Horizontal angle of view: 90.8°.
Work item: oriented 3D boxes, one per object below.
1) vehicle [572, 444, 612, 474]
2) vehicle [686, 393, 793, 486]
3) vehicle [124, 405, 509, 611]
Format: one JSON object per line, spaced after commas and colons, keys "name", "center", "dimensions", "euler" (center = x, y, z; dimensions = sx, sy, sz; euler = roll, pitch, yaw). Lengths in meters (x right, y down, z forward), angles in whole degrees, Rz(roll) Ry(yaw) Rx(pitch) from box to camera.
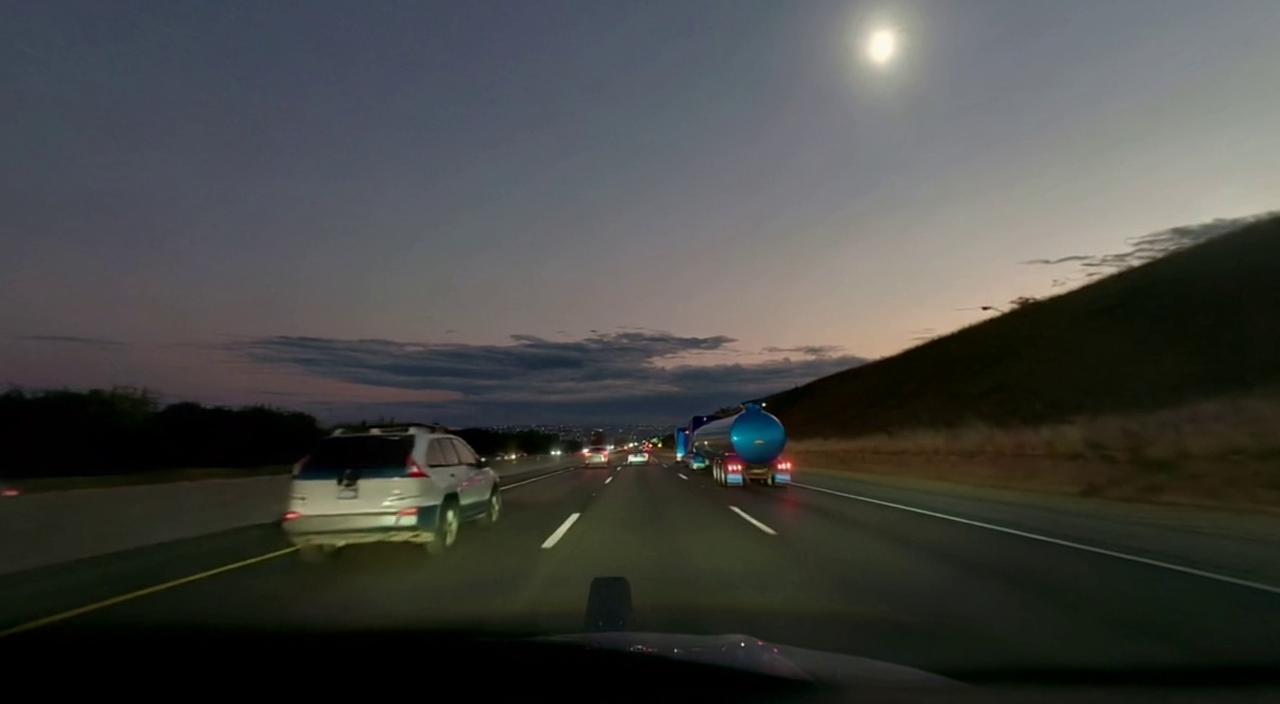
{"name": "vehicle", "center": [-3.036, 6.895, 40.976], "dimensions": [2.258, 1.805, 4.665], "euler": [0, -9, 0]}
{"name": "vehicle", "center": [4.429, 4.487, 31.810], "dimensions": [2.889, 3.606, 13.832], "euler": [0, -9, -1]}
{"name": "vehicle", "center": [-3.210, 1.667, 7.681], "dimensions": [2.249, 1.710, 4.580], "euler": [0, -9, 0]}
